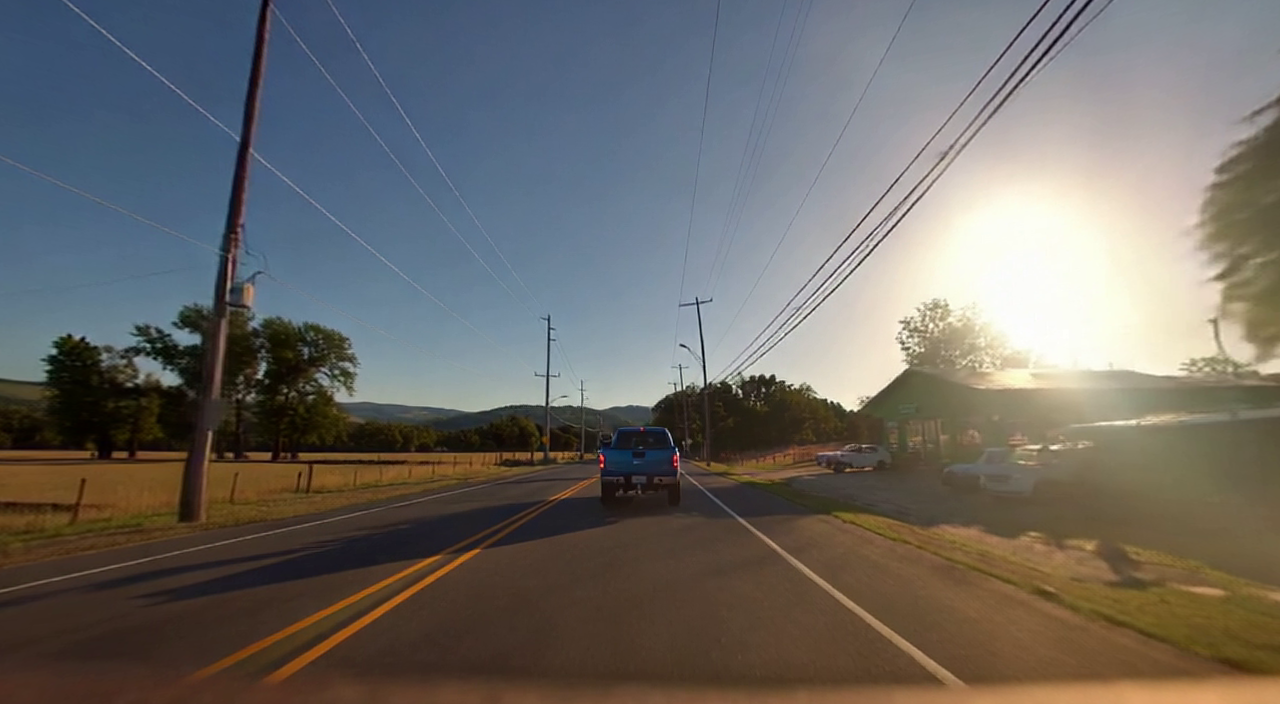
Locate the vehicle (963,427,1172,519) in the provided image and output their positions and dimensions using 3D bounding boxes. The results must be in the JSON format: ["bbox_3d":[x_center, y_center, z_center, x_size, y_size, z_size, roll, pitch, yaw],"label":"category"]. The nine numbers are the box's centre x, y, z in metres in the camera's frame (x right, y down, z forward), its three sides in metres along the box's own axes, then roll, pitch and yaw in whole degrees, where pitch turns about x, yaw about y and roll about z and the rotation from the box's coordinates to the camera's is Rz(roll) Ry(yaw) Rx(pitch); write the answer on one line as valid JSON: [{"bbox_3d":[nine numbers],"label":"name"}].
[{"bbox_3d":[11.384,3.071,16.692,5.776,1.936,2.535,6,-8,-34],"label":"vehicle"}]

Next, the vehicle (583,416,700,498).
[{"bbox_3d":[0.090,3.171,19.541,2.921,2.031,7.416,0,-8,1],"label":"vehicle"}]

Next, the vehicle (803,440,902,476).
[{"bbox_3d":[11.360,5.572,33.630,5.304,1.754,2.340,6,-11,-37],"label":"vehicle"}]
